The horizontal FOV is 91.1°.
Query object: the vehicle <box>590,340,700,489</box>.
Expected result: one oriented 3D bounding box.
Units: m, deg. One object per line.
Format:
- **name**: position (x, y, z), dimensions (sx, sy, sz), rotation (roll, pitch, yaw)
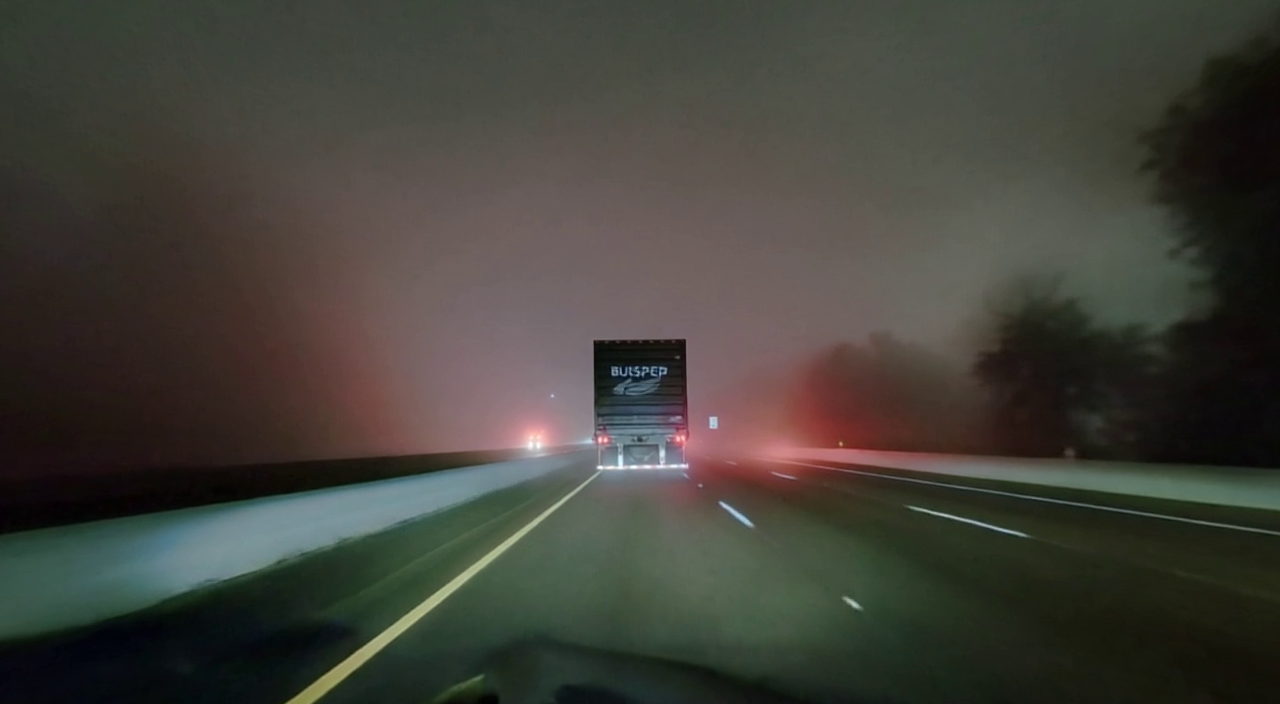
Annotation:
- **vehicle**: position (0.094, 2.216, 20.914), dimensions (2.870, 3.911, 8.697), rotation (0, -8, 0)
